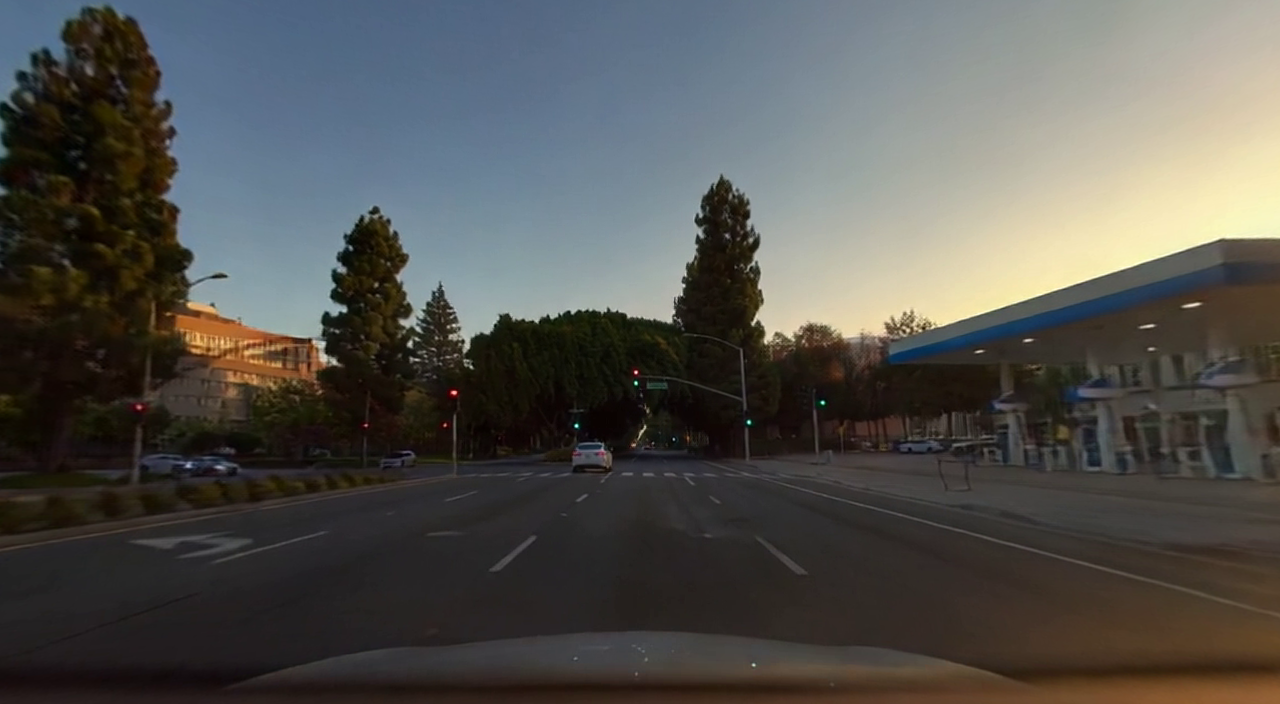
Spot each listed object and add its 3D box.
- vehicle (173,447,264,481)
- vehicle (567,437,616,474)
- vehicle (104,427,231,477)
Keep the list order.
[{"bbox_3d":[-27.948,7.414,41.921,4.597,1.952,2.040,-3,-7,-1],"label":"vehicle"},{"bbox_3d":[-2.394,5.236,32.087,2.011,1.756,4.478,0,-9,2],"label":"vehicle"},{"bbox_3d":[-35.875,7.612,48.037,7.179,3.622,2.857,0,-9,1],"label":"vehicle"}]
